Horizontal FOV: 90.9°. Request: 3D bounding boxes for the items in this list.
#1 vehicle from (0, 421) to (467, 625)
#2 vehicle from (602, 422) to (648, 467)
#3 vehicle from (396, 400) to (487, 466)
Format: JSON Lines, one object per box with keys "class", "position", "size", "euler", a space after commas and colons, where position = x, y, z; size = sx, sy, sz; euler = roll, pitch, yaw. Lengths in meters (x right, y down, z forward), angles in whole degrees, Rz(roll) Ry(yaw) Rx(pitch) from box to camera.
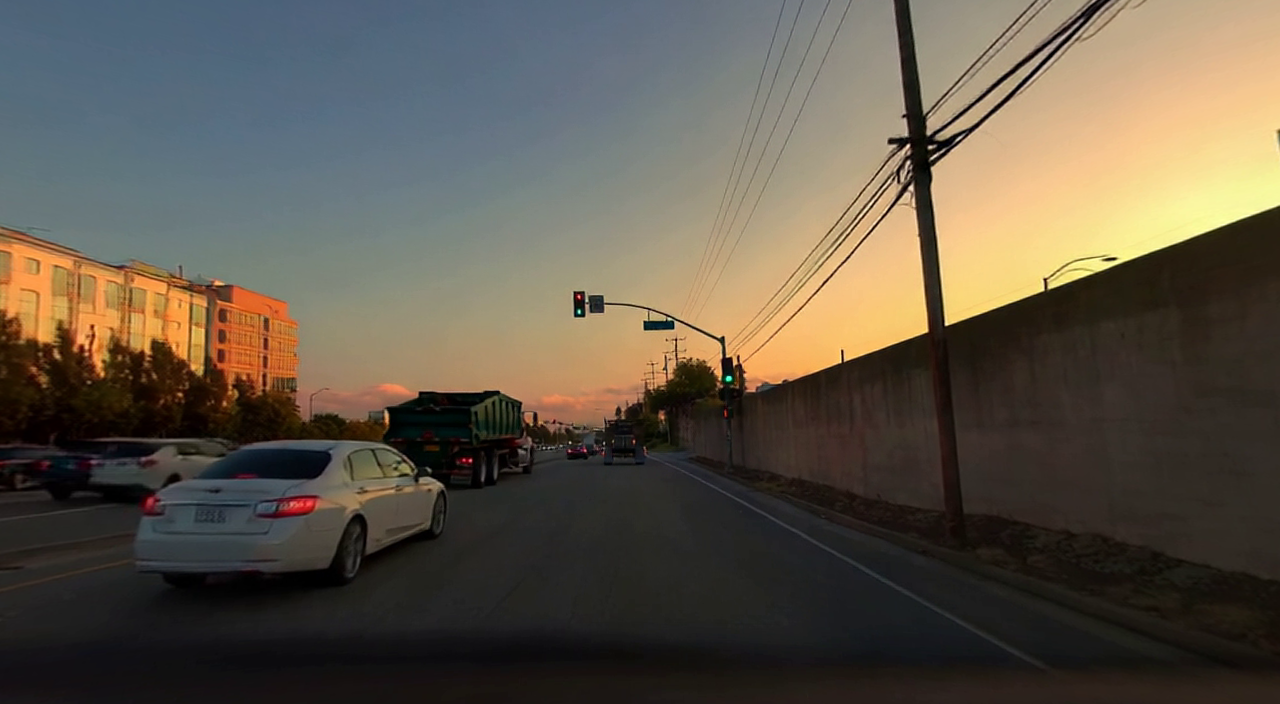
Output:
{"class": "vehicle", "position": [-3.711, 1.625, 7.163], "size": [2.019, 1.480, 4.966], "euler": [0, -8, 1]}
{"class": "vehicle", "position": [-0.823, 5.150, 35.045], "size": [2.355, 2.305, 5.336], "euler": [0, -8, -1]}
{"class": "vehicle", "position": [-12.835, 5.447, 41.768], "size": [3.016, 3.847, 8.707], "euler": [0, -8, 1]}
